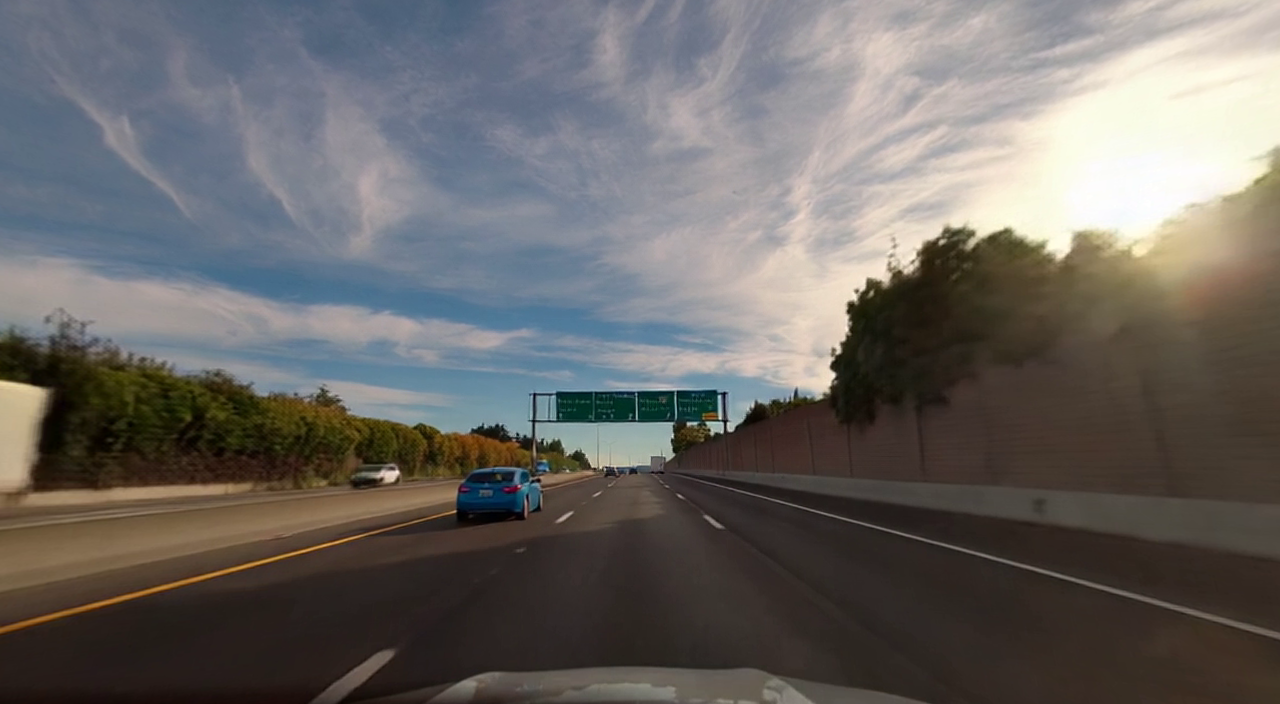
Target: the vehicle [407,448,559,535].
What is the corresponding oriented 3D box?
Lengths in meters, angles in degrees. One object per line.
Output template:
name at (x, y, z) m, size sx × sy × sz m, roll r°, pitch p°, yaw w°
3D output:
vehicle at (-3.064, 2.889, 13.455) m, size 2.045 × 1.487 × 4.582 m, roll 1°, pitch -10°, yaw 0°
